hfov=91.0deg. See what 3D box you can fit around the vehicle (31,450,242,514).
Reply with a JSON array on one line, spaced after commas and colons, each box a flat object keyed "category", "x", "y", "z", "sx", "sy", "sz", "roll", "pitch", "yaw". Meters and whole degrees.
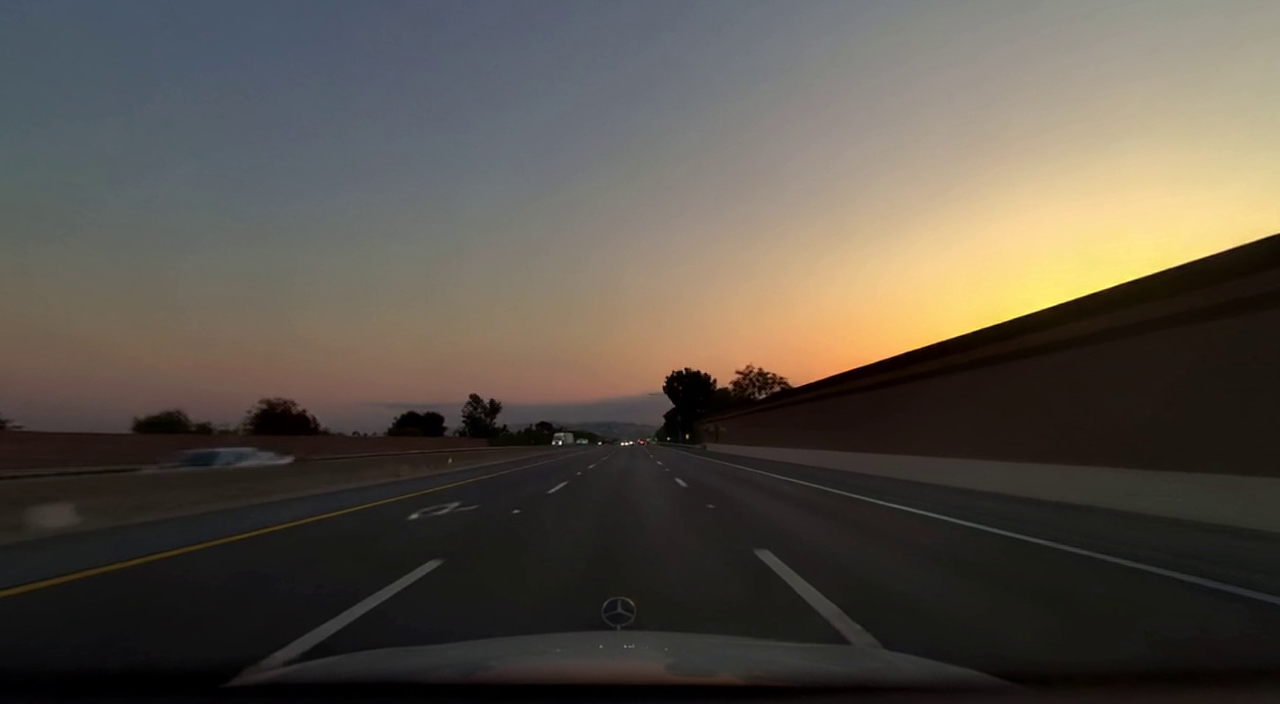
[{"category": "vehicle", "x": -13.430, "y": 3.441, "z": 17.295, "sx": 1.942, "sy": 1.444, "sz": 4.697, "roll": 0, "pitch": -8, "yaw": -1}]
